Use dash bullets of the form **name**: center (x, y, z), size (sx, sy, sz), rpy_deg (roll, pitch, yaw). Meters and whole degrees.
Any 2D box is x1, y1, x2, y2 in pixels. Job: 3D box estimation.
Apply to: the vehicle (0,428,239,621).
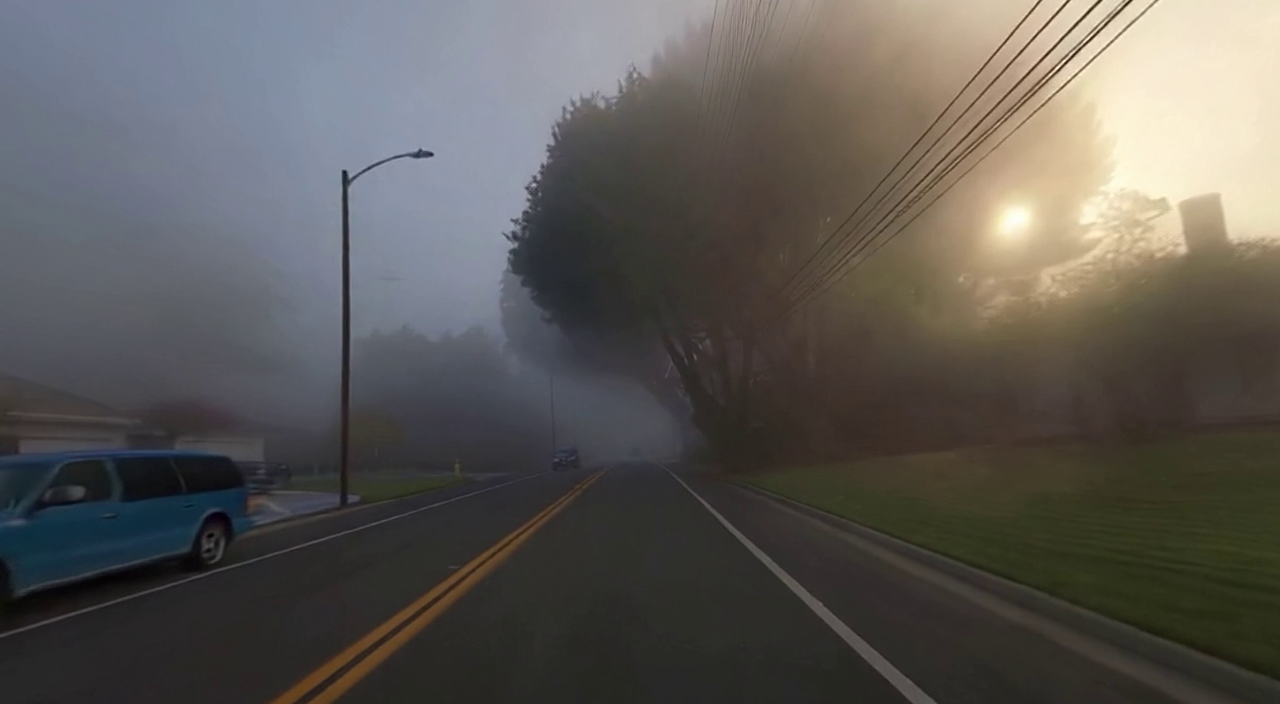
- **vehicle**: center (-6.657, 1.762, 6.724), size (1.923, 1.687, 4.511), rpy_deg (-4, -9, -1)
